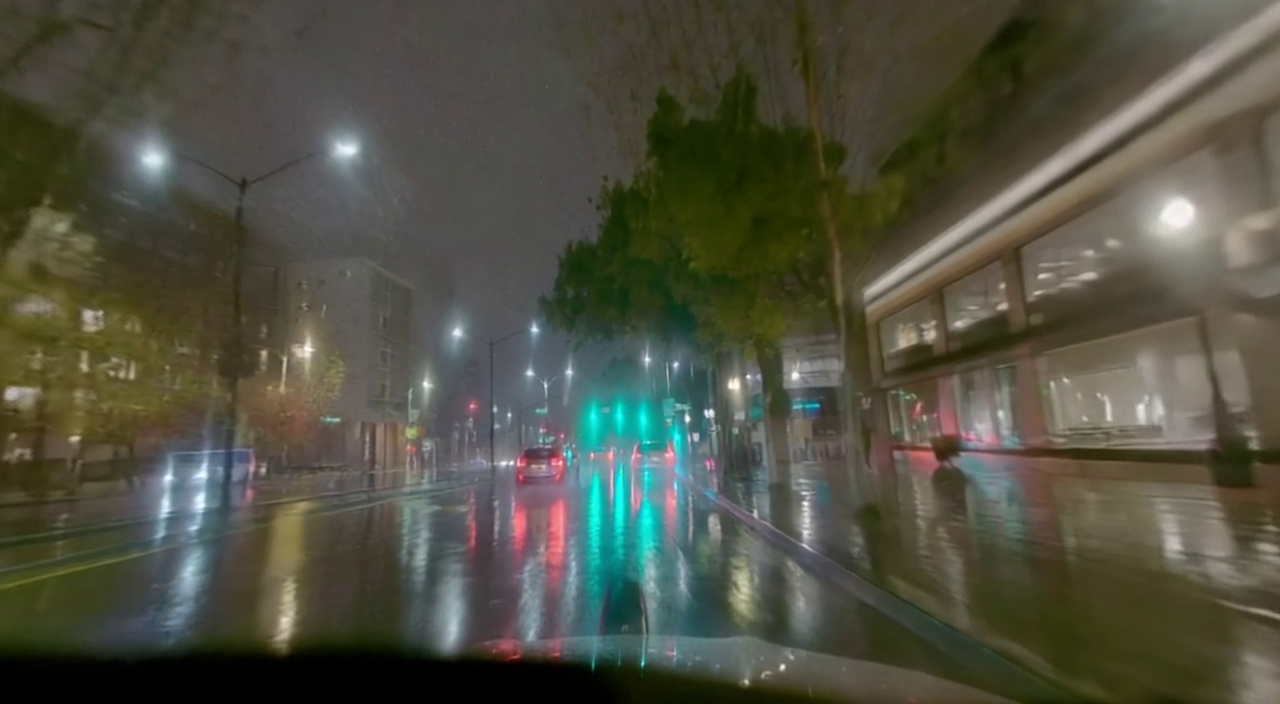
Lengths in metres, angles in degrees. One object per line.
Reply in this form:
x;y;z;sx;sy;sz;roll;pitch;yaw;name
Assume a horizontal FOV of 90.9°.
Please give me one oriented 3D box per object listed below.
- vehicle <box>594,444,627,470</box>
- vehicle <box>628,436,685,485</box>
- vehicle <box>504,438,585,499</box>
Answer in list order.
-2.173;7.975;48.112;2.220;1.847;4.587;-1;-9;1;vehicle
0.639;4.355;25.552;2.120;1.758;3.917;-1;-9;1;vehicle
-2.948;3.694;20.342;1.940;1.722;3.823;-1;-9;1;vehicle
